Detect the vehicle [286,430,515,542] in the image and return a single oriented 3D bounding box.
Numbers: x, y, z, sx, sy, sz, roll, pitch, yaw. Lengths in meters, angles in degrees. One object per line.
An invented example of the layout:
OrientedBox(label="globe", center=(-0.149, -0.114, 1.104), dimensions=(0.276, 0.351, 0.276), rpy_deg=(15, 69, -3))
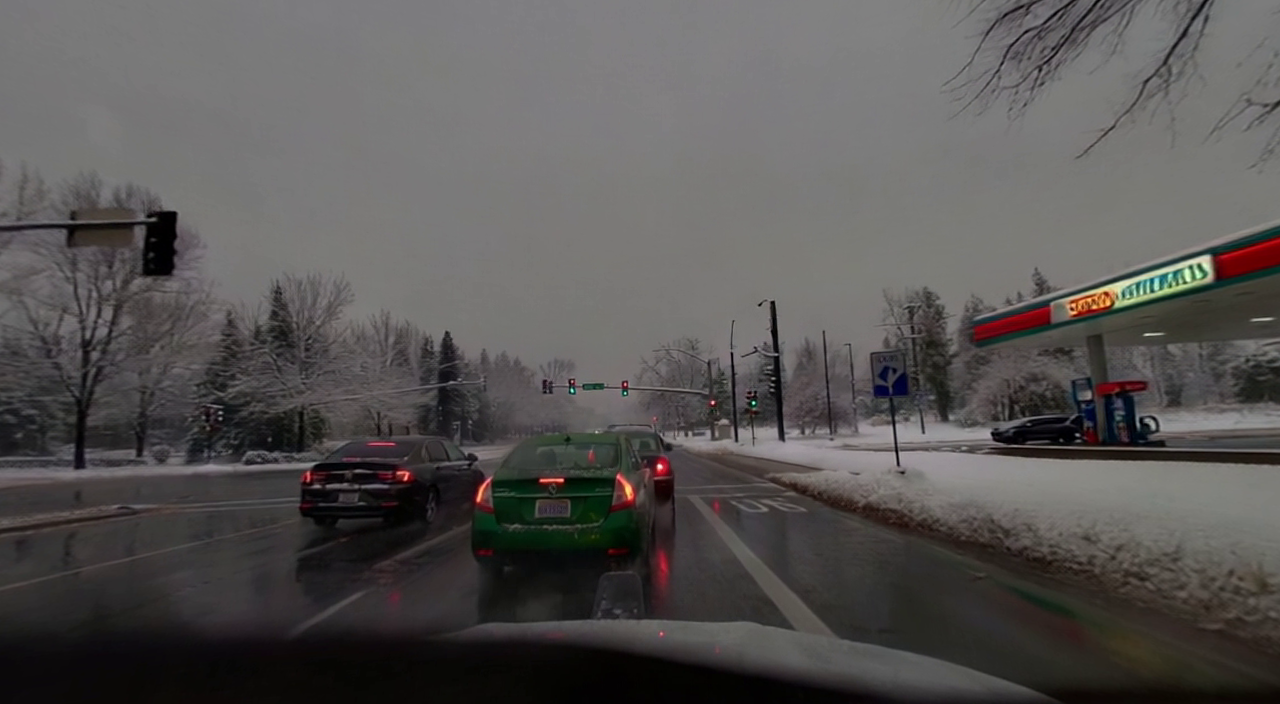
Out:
OrientedBox(label="vehicle", center=(-3.742, 2.179, 11.051), dimensions=(1.995, 1.506, 4.773), rpy_deg=(0, -8, 2))

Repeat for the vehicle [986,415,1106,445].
OrientedBox(label="vehicle", center=(21.224, 4.134, 33.210), dimensions=(4.874, 1.502, 2.048), rpy_deg=(0, -8, 0))

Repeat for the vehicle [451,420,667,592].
OrientedBox(label="vehicle", center=(-0.645, 1.695, 7.890), dimensions=(1.916, 1.510, 4.447), rpy_deg=(0, -8, 2))
